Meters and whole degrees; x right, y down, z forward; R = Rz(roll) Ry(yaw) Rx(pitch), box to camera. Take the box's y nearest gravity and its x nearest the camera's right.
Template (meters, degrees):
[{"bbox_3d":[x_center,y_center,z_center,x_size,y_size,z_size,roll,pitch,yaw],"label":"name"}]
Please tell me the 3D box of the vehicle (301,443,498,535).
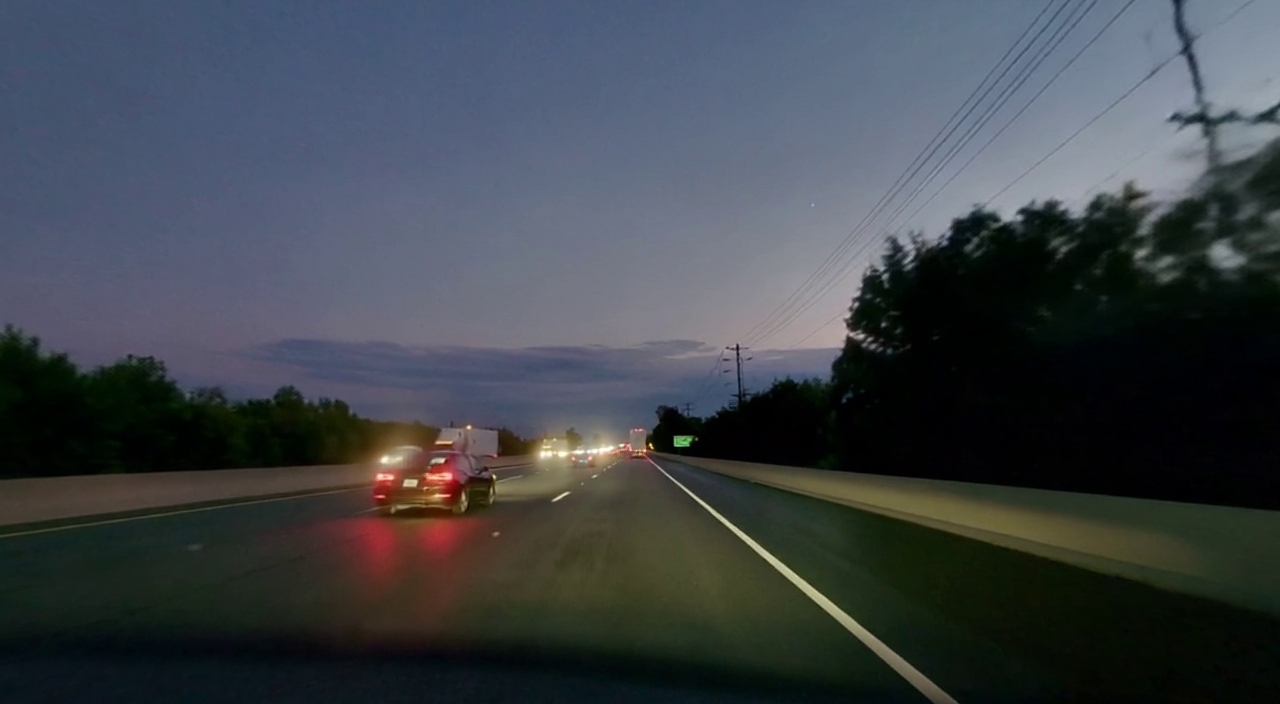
[{"bbox_3d":[-4.365,2.555,12.384,2.106,1.445,4.404,0,-9,1],"label":"vehicle"}]
